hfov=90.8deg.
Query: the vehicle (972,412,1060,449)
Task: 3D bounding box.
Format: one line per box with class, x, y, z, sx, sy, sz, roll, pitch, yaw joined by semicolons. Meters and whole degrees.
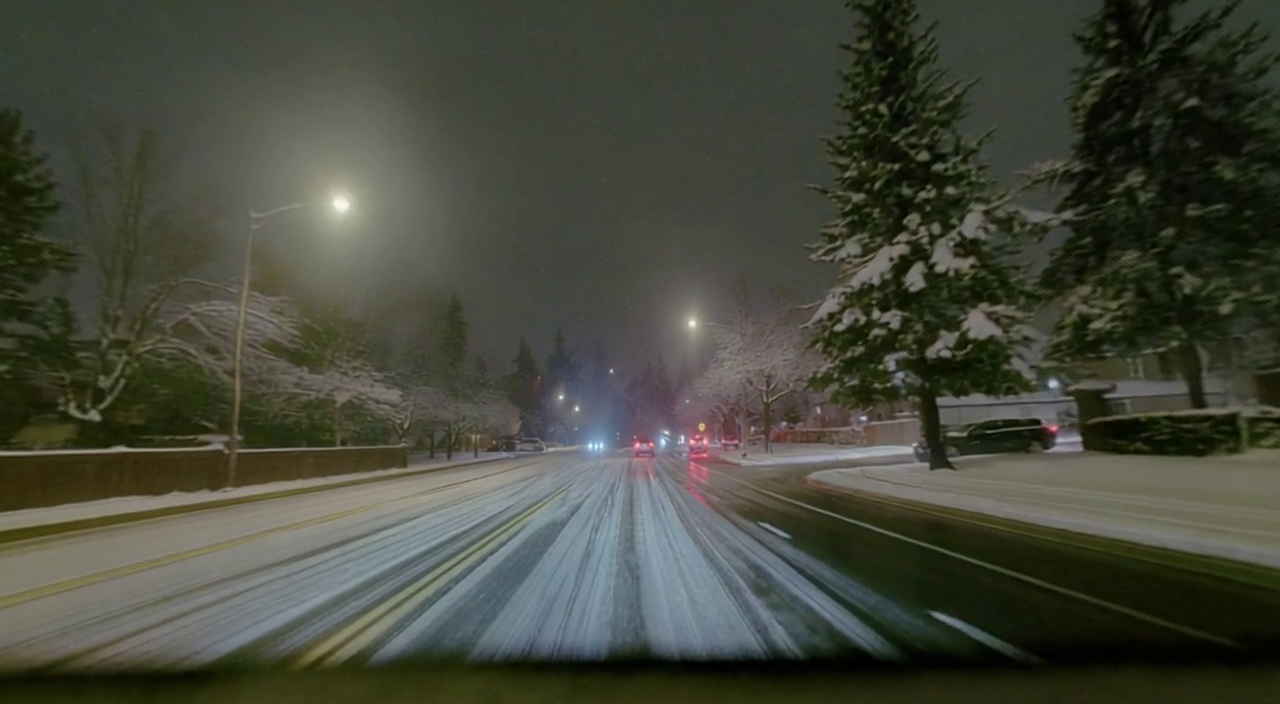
vehicle;19.727;4.188;33.365;1.924;1.703;4.254;-3;-9;0
